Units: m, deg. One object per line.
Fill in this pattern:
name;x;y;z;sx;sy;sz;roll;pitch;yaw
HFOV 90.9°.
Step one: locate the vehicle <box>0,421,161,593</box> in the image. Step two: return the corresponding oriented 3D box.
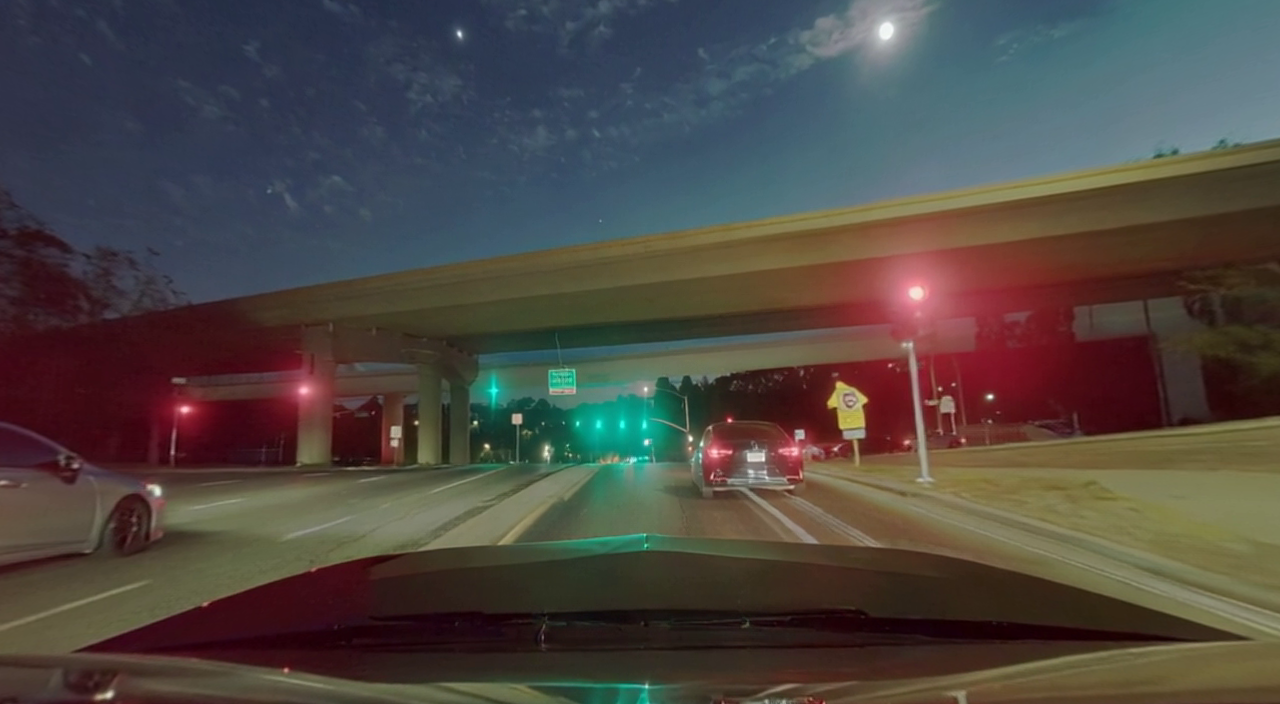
vehicle;-7.326;1.508;6.057;2.108;1.670;4.235;0;-8;-1
